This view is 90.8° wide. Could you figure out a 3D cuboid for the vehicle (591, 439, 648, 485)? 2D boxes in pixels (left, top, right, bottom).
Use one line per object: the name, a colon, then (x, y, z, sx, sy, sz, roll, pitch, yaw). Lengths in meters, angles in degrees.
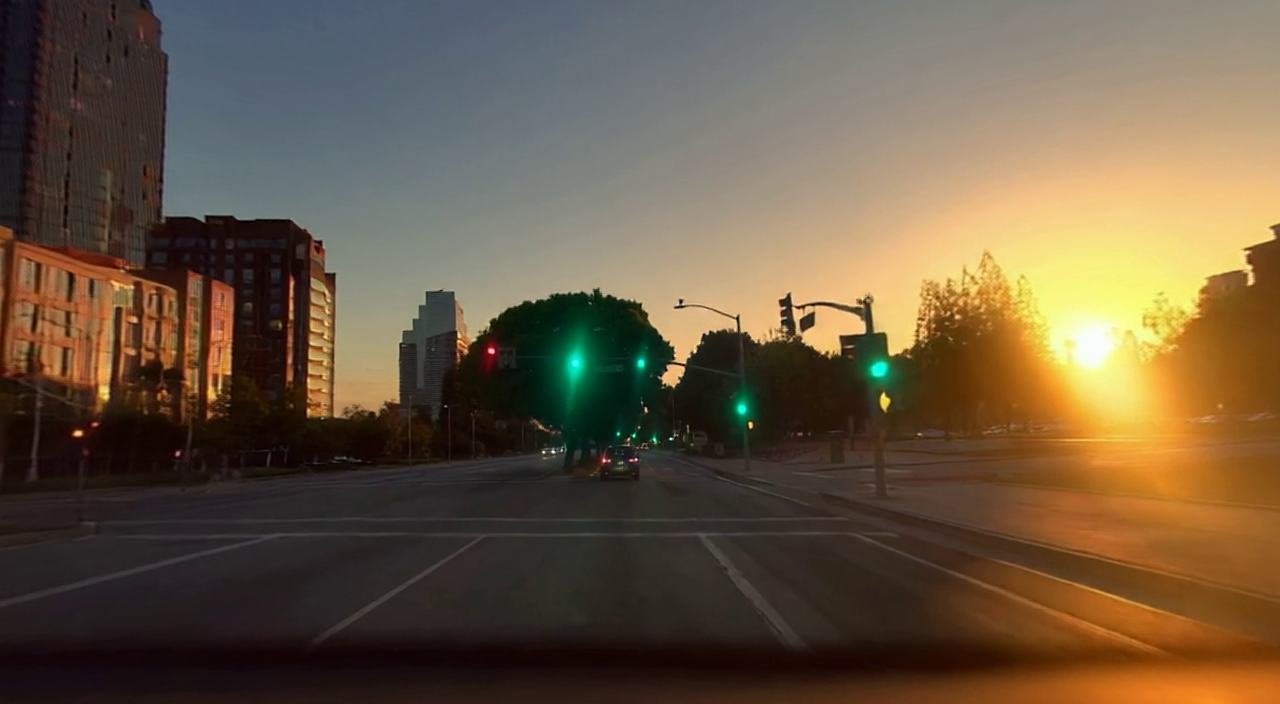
vehicle: (-0.828, 4.426, 25.762, 2.130, 1.711, 4.038, 0, -9, -2)
